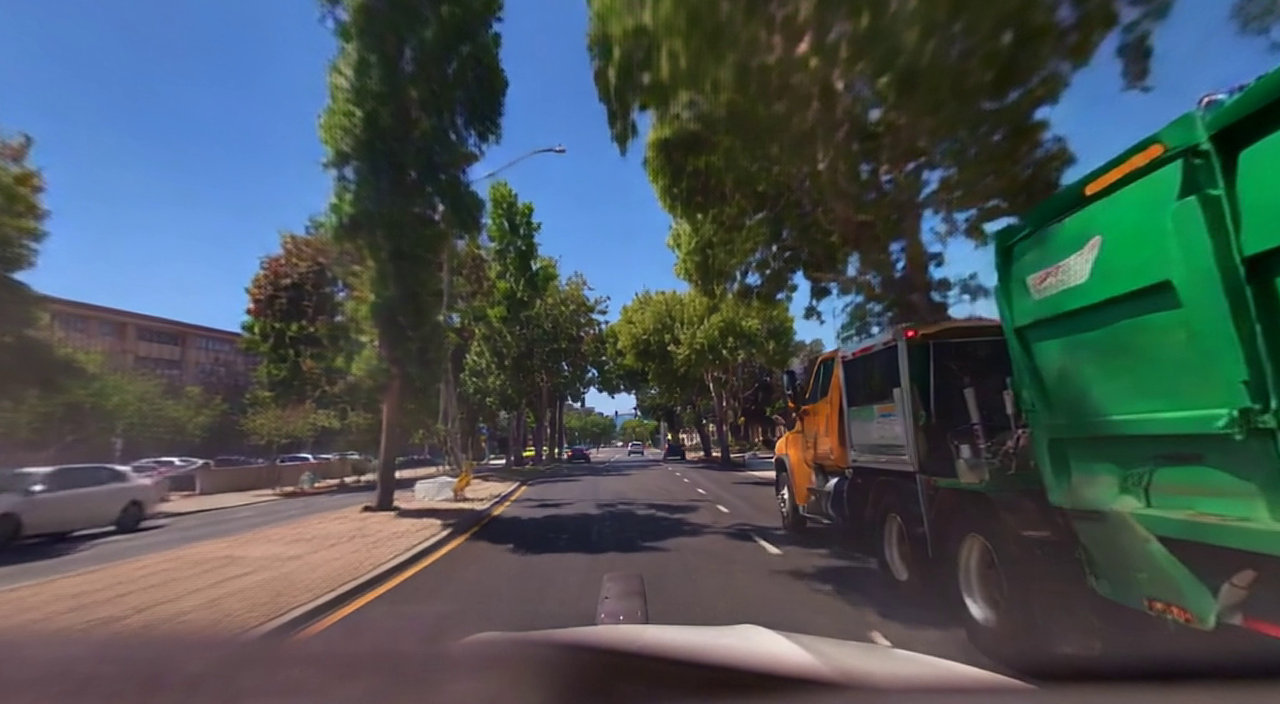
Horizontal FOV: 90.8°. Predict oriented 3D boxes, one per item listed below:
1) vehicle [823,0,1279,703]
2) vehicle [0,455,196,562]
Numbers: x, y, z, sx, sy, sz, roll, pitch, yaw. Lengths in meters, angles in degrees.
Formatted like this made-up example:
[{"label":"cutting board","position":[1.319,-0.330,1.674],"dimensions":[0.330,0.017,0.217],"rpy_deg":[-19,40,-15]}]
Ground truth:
[{"label":"vehicle","position":[3.889,0.058,2.910],"dimensions":[2.731,3.407,10.262],"rpy_deg":[0,-9,-2]},{"label":"vehicle","position":[-13.394,3.398,14.631],"dimensions":[2.290,1.943,5.833],"rpy_deg":[0,-9,-4]}]
